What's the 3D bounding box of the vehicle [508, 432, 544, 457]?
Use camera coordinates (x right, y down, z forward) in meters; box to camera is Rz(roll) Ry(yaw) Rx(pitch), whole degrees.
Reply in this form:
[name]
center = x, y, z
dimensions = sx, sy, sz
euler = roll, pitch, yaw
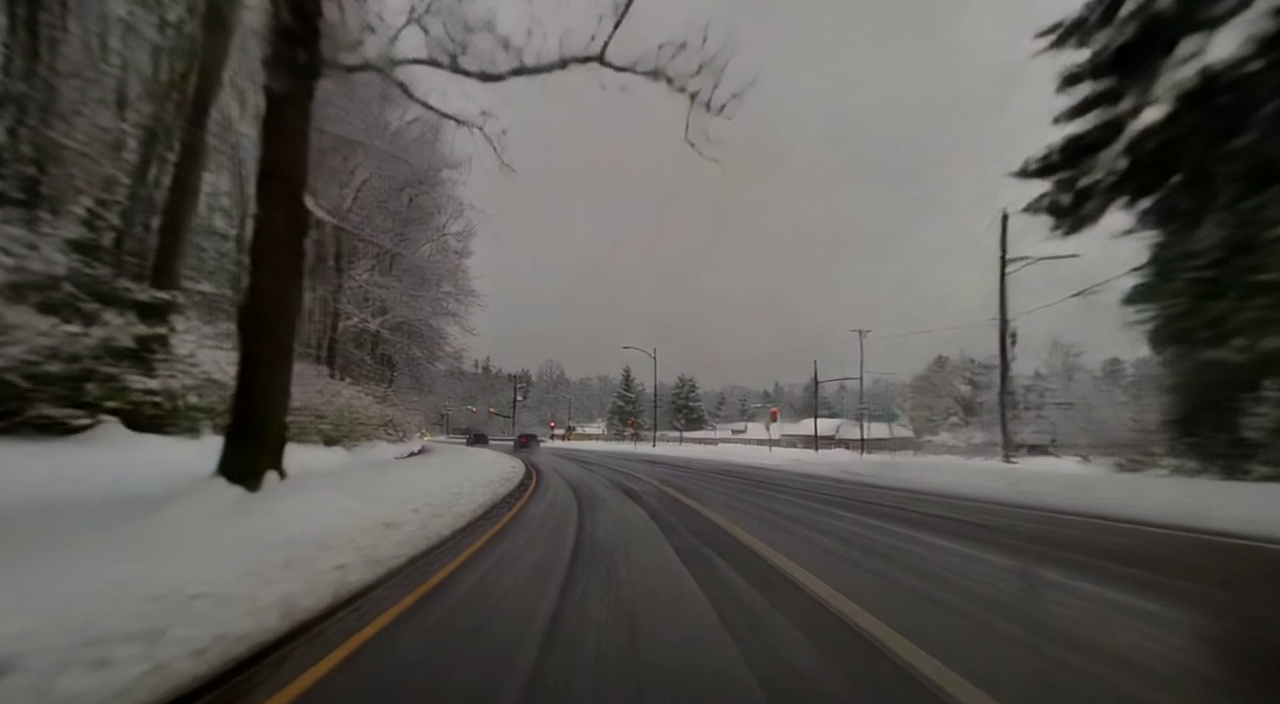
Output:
[vehicle]
center = -8.579, 6.924, 47.003
dimensions = 1.947, 1.729, 4.051
euler = 3, -9, -19
